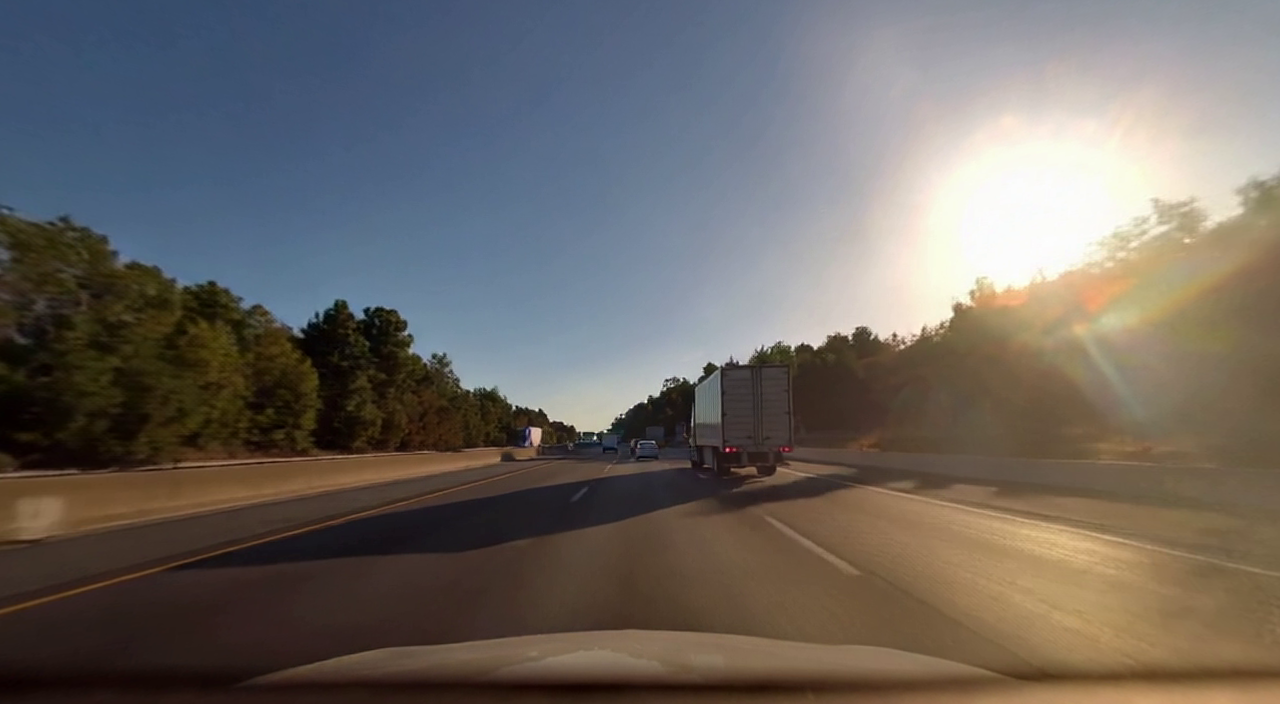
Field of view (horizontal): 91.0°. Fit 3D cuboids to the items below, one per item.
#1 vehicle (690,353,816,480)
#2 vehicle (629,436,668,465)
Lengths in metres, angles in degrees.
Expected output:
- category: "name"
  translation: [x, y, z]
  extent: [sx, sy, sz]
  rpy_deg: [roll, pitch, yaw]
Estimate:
- category: "vehicle"
  translation: [4.248, 3.081, 27.694]
  extent: [3.005, 4.131, 14.221]
  rpy_deg: [0, -8, 0]
- category: "vehicle"
  translation: [0.564, 5.896, 37.894]
  extent: [2.139, 1.607, 4.034]
  rpy_deg: [-1, -8, 3]
